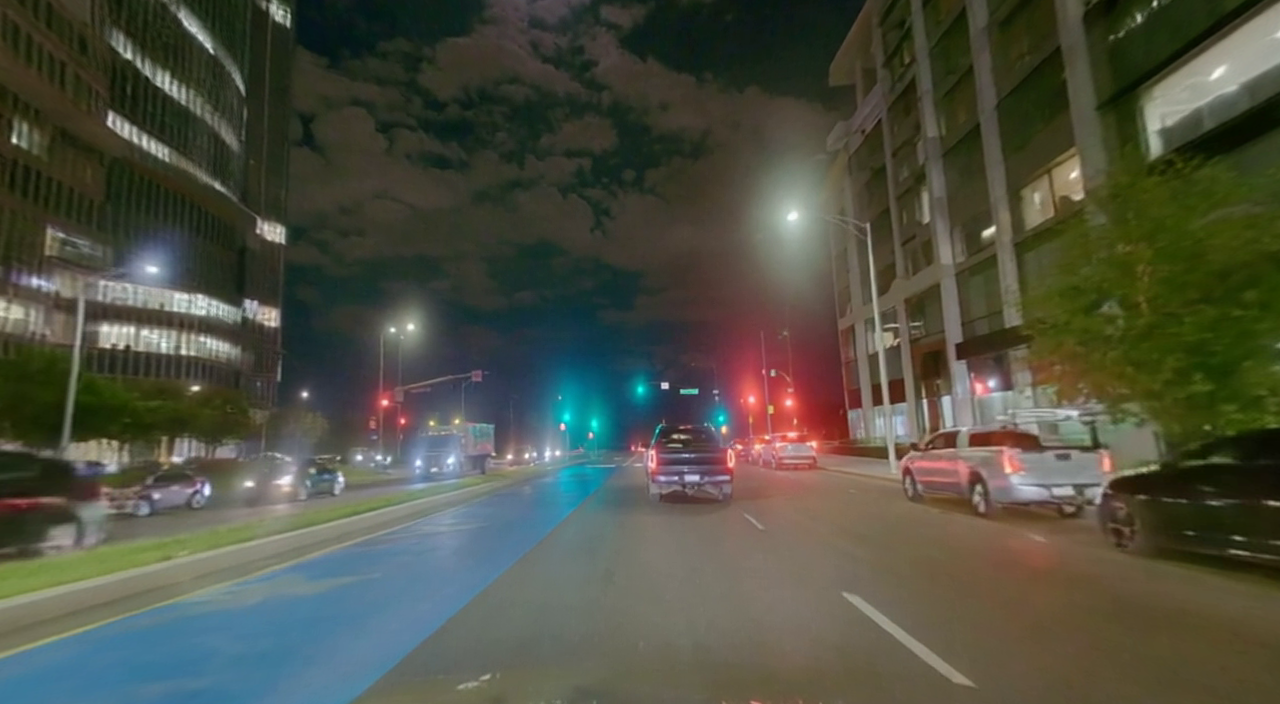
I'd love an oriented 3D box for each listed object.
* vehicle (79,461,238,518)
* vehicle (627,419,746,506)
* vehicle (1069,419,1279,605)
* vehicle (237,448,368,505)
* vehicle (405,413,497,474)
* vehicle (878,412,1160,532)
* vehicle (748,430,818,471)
[{"bbox_3d":[-19.370,5.524,25.857,2.223,1.971,5.622,1,-9,-2],"label":"vehicle"},{"bbox_3d":[0.912,2.592,15.147,2.283,1.773,4.255,0,-9,-3],"label":"vehicle"},{"bbox_3d":[6.433,1.355,5.389,2.106,1.550,5.046,0,-9,2],"label":"vehicle"},{"bbox_3d":[-11.652,4.280,22.301,2.191,1.763,5.059,1,-9,-5],"label":"vehicle"},{"bbox_3d":[-13.180,6.610,45.388,3.101,3.878,10.902,0,-9,1],"label":"vehicle"},{"bbox_3d":[6.702,2.216,12.263,2.088,1.761,5.697,0,-9,2],"label":"vehicle"},{"bbox_3d":[6.828,4.804,30.820,2.205,1.823,5.078,0,-9,0],"label":"vehicle"}]
